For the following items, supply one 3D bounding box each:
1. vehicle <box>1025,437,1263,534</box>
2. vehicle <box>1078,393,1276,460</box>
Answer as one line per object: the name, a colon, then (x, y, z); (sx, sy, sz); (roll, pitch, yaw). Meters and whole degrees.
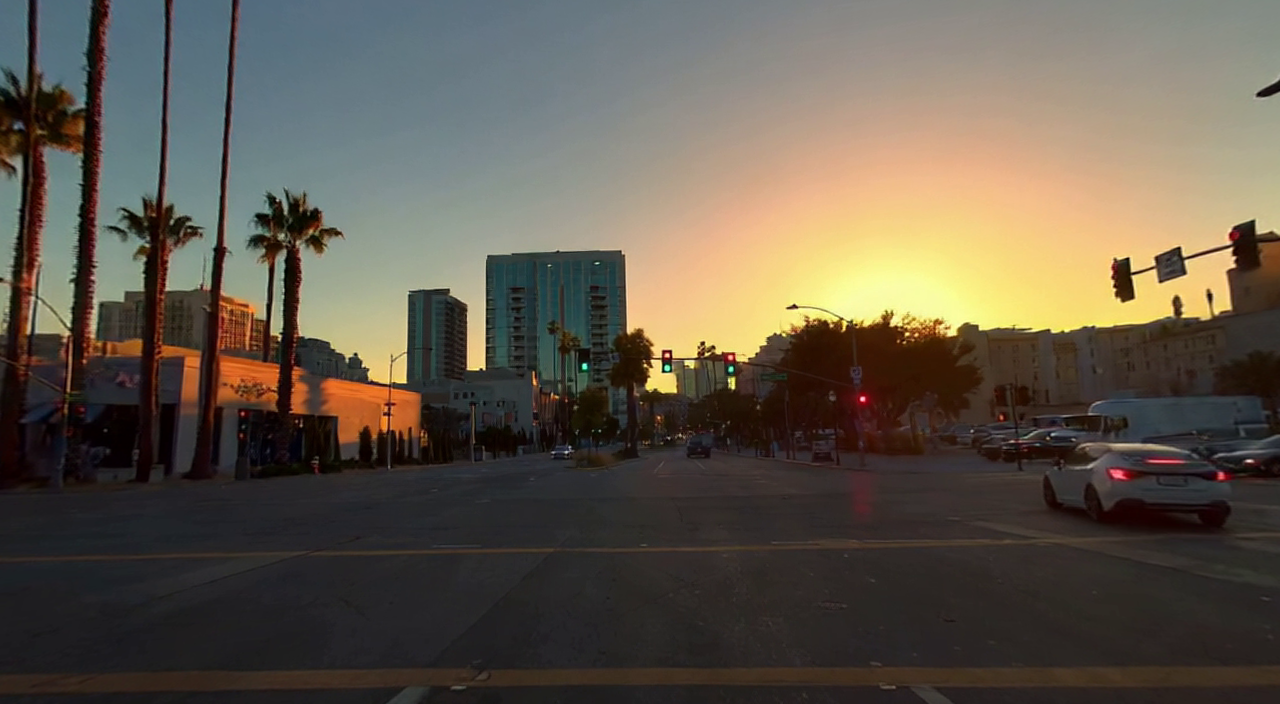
vehicle: (9.308, 2.434, 12.259); (2.003, 1.475, 4.520); (-3, -9, 17)
vehicle: (32.637, 4.722, 39.328); (2.863, 3.609, 10.252); (0, -8, -3)
